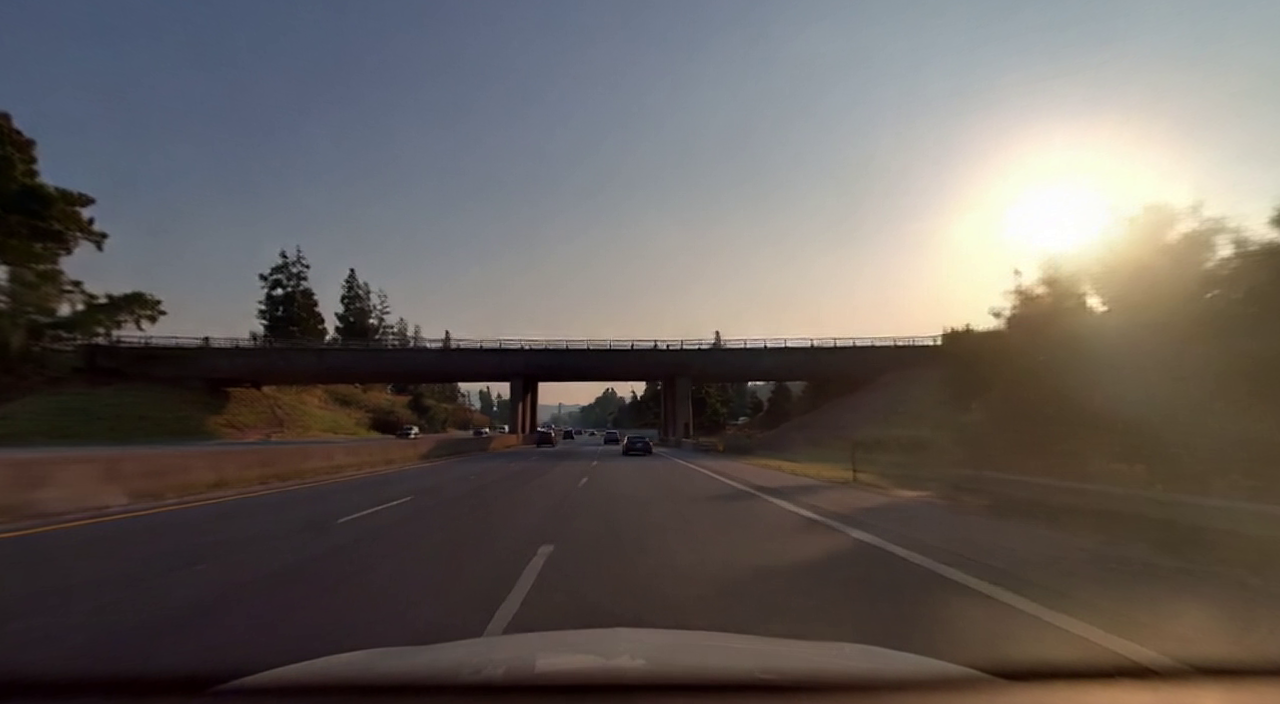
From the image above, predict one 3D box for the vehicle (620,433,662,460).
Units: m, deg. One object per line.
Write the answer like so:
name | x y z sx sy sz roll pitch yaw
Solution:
vehicle | -0.011 5.025 33.488 1.999 1.329 3.913 1 -8 -3
